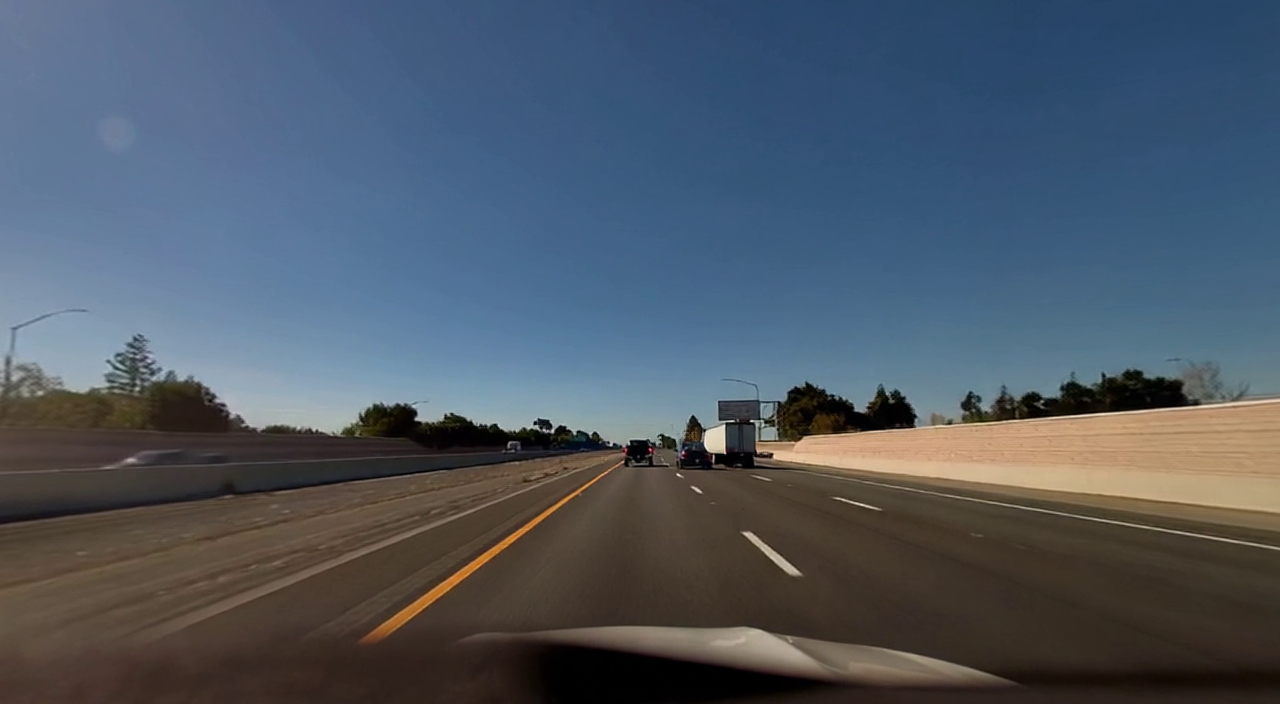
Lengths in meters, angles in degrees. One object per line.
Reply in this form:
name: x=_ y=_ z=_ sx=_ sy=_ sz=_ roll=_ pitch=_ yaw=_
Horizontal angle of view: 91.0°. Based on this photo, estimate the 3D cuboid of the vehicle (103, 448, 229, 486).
vehicle: x=-21.054 y=5.095 z=28.268 sx=1.937 sy=1.522 sz=4.707 roll=0 pitch=-9 yaw=1

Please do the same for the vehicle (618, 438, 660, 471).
vehicle: x=-0.021 y=5.535 z=34.046 sx=2.142 sy=1.664 sz=4.076 roll=0 pitch=-9 yaw=1

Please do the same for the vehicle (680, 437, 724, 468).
vehicle: x=3.840 y=6.305 z=39.565 sx=2.269 sy=1.839 sz=4.554 roll=0 pitch=-9 yaw=0
